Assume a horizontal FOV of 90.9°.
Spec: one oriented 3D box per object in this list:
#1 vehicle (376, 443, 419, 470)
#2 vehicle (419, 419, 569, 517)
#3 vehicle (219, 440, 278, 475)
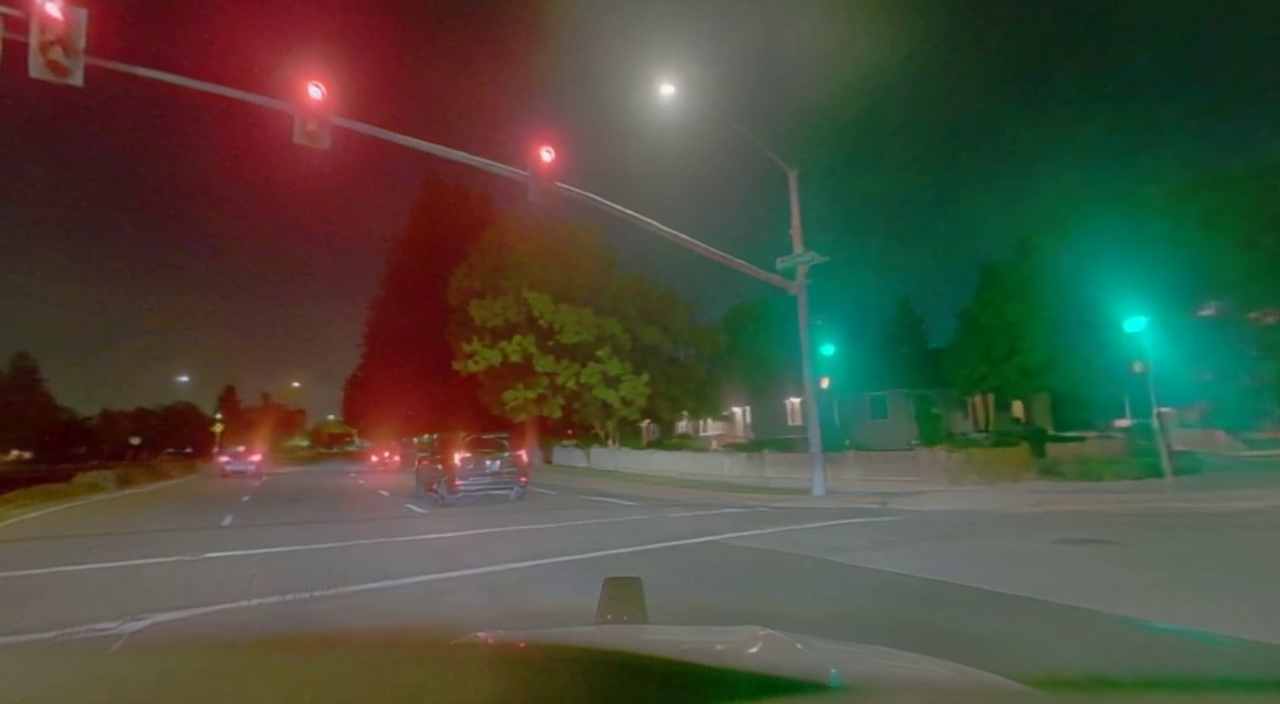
[{"bbox_3d":[-14.137,6.027,36.571,1.983,1.433,4.558,4,-9,-24],"label":"vehicle"},{"bbox_3d":[-3.544,2.583,14.570,2.141,1.833,4.704,4,-10,-28],"label":"vehicle"},{"bbox_3d":[-20.964,5.651,33.919,2.063,1.721,4.261,4,-9,-24],"label":"vehicle"}]
